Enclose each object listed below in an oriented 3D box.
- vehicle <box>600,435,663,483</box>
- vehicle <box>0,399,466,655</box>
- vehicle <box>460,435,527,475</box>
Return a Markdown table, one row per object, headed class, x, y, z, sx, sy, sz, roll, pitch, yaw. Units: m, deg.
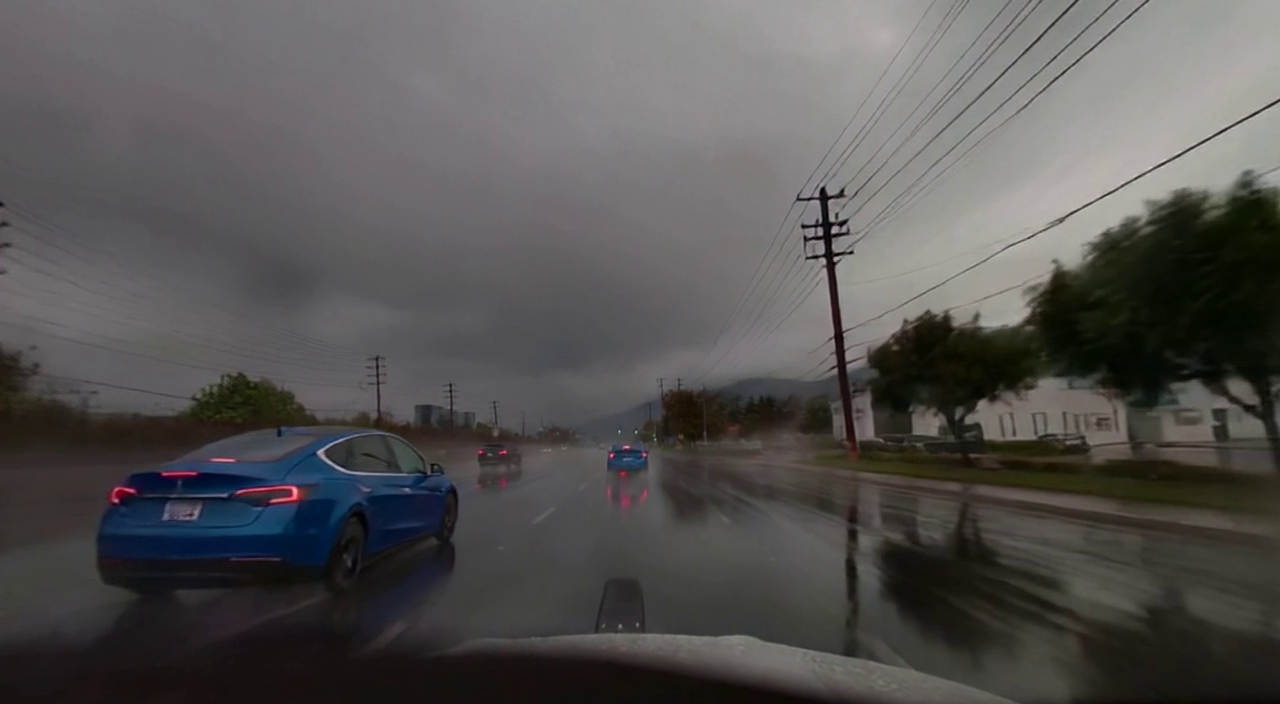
| class | x | y | z | sx | sy | sz | roll | pitch | yaw |
| --- | --- | --- | --- | --- | --- | --- | --- | --- | --- |
| vehicle | -0.312 | 4.060 | 24.274 | 2.189 | 1.652 | 4.135 | 0 | -9 | 0 |
| vehicle | -3.518 | 1.476 | 6.518 | 1.985 | 1.607 | 4.892 | 0 | -9 | 1 |
| vehicle | -7.251 | 5.144 | 31.769 | 2.203 | 1.819 | 4.547 | 0 | -9 | 1 |
